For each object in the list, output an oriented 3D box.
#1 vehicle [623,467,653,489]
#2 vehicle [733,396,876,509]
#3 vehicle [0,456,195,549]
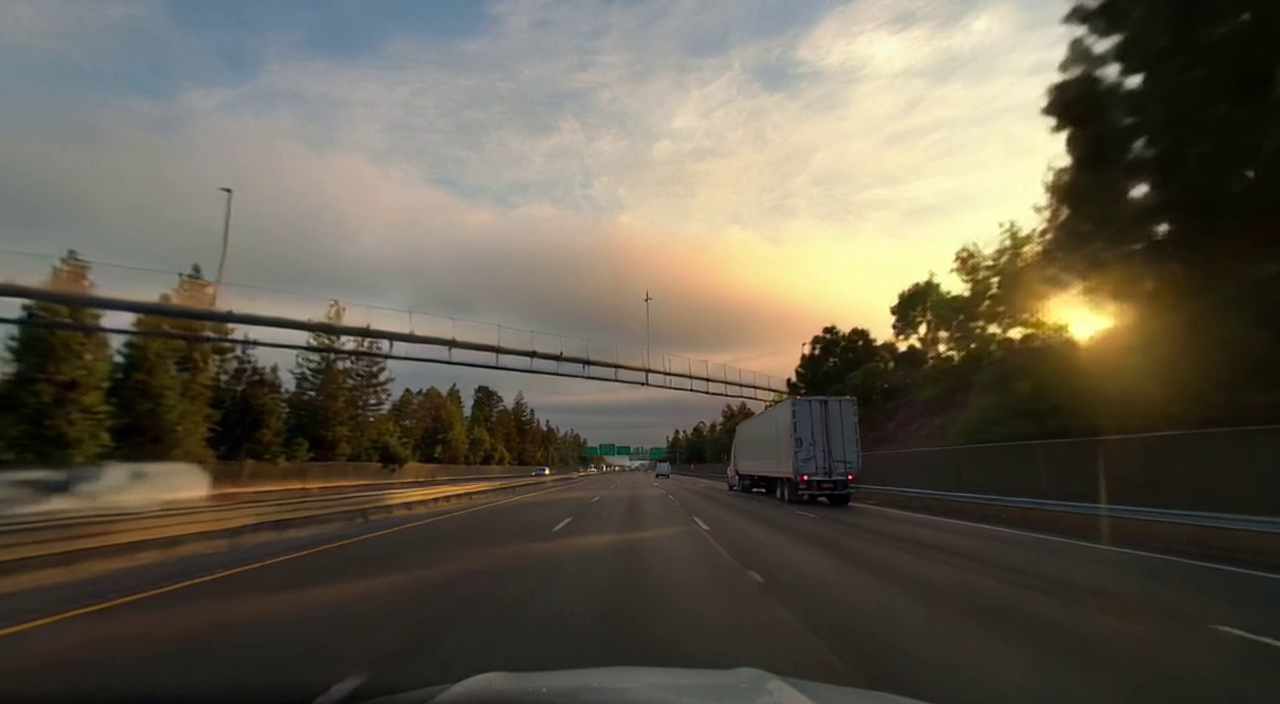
[{"bbox_3d":[-0.151,9.065,45.577,2.029,1.459,3.684,1,-10,-1],"label":"vehicle"},{"bbox_3d":[7.018,4.920,29.992,2.926,4.073,13.836,1,-10,-1],"label":"vehicle"},{"bbox_3d":[-11.164,2.816,12.316,1.870,1.478,4.173,1,-10,-1],"label":"vehicle"}]
